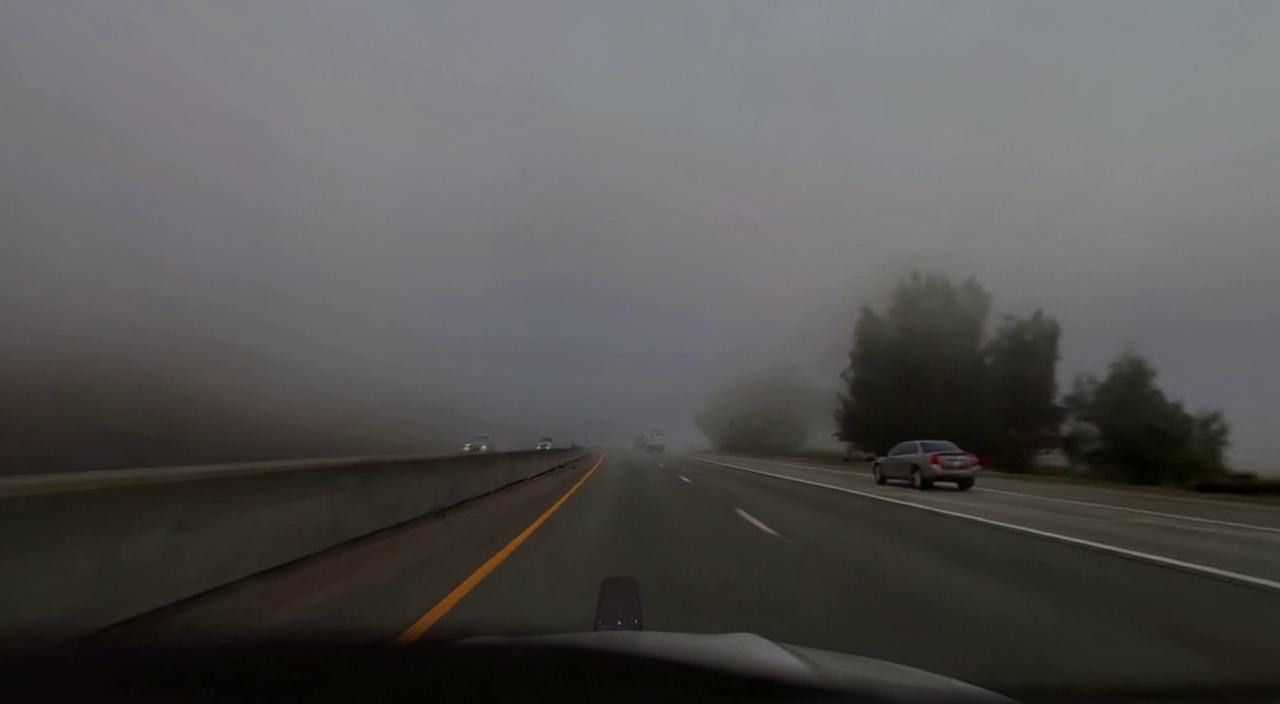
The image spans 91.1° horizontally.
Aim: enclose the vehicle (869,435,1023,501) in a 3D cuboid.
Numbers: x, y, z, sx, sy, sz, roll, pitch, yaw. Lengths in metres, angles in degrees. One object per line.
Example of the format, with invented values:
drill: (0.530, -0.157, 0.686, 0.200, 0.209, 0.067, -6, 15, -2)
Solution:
vehicle: (7.624, 2.907, 16.169, 1.942, 1.462, 3.926, 0, -9, 0)
